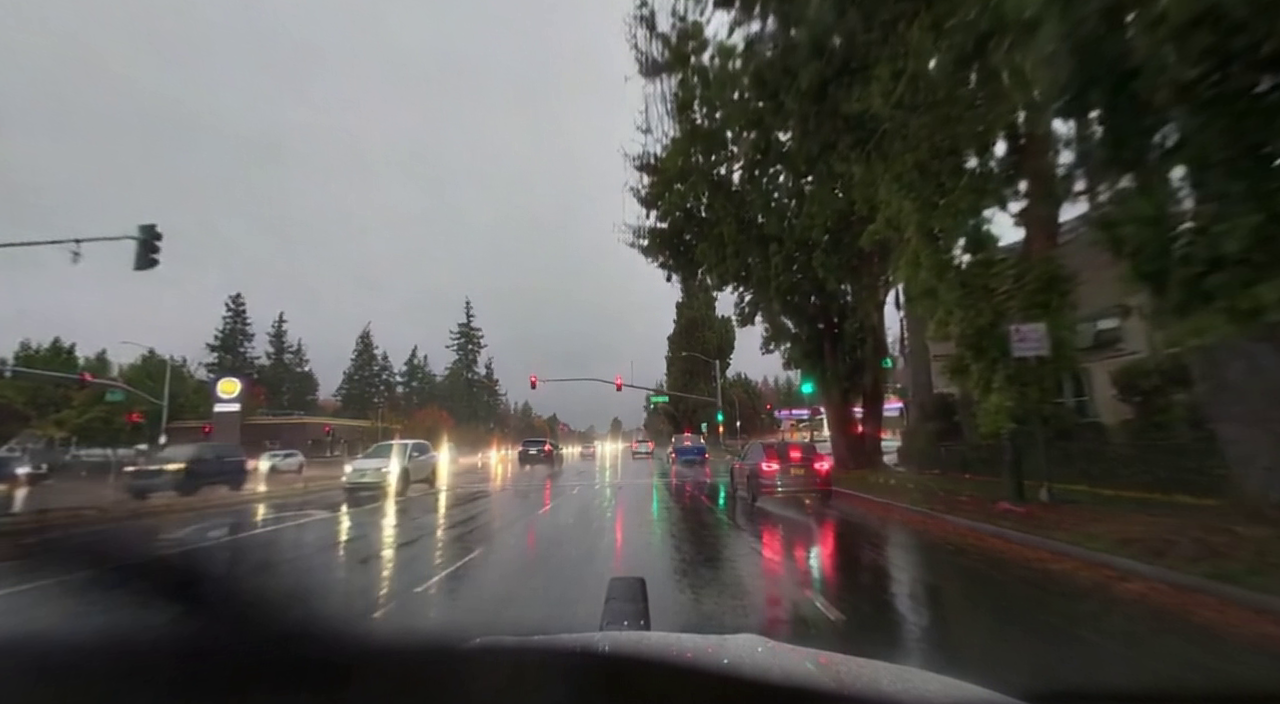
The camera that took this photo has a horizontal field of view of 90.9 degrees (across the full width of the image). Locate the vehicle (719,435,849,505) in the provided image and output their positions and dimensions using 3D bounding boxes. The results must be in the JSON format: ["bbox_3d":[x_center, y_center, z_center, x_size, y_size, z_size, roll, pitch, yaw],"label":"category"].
[{"bbox_3d":[3.360,2.881,15.839,2.095,1.475,4.686,0,-8,-1],"label":"vehicle"}]

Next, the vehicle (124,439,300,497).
[{"bbox_3d":[-15.730,4.269,23.751,2.486,1.876,5.659,0,-8,2],"label":"vehicle"}]

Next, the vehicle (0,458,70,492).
[{"bbox_3d":[-35.986,7.076,36.036,4.573,1.705,2.377,-2,-8,2],"label":"vehicle"}]

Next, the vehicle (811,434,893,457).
[{"bbox_3d":[14.409,6.398,42.946,4.776,1.486,2.138,1,-9,-5],"label":"vehicle"}]

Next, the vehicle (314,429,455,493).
[{"bbox_3d":[-7.830,3.393,20.057,2.224,1.747,5.274,0,-8,0],"label":"vehicle"}]

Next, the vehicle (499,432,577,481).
[{"bbox_3d":[-3.850,4.032,24.636,2.250,1.713,4.422,0,-8,1],"label":"vehicle"}]

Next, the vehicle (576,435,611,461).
[{"bbox_3d":[-3.410,7.190,47.057,2.126,1.810,4.414,0,-8,1],"label":"vehicle"}]
